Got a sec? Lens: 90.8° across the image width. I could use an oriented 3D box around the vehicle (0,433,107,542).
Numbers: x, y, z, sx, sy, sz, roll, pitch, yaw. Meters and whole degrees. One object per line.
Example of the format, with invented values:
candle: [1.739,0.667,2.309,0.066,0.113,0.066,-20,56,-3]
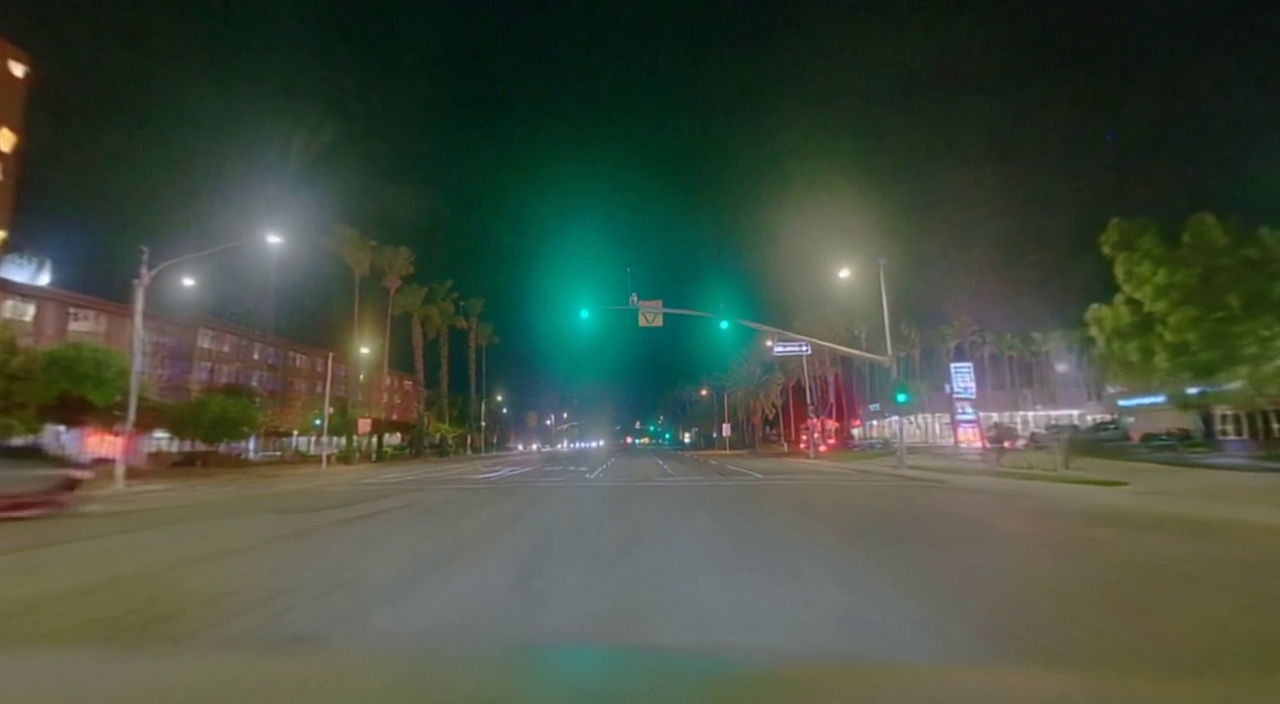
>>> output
vehicle: [-11.327,2.217,10.662,3.885,1.639,1.990,-4,-9,25]
